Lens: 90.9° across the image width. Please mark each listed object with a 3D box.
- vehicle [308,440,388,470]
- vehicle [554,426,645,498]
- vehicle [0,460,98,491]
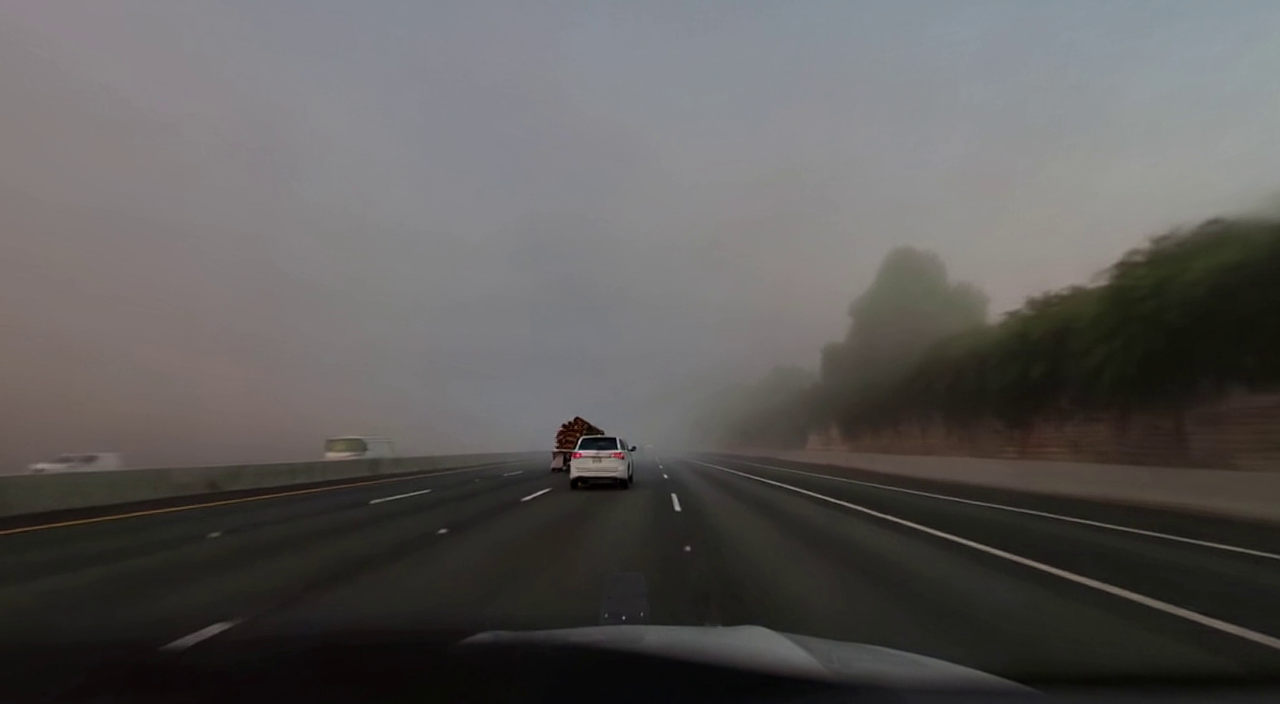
[{"bbox_3d":[-17.886,6.320,39.007,2.144,1.686,5.596,0,-8,2],"label":"vehicle"},{"bbox_3d":[-0.998,3.059,17.910,2.114,1.787,4.365,-1,-8,2],"label":"vehicle"},{"bbox_3d":[-32.464,6.691,34.357,1.738,1.450,4.485,0,-8,1],"label":"vehicle"}]
